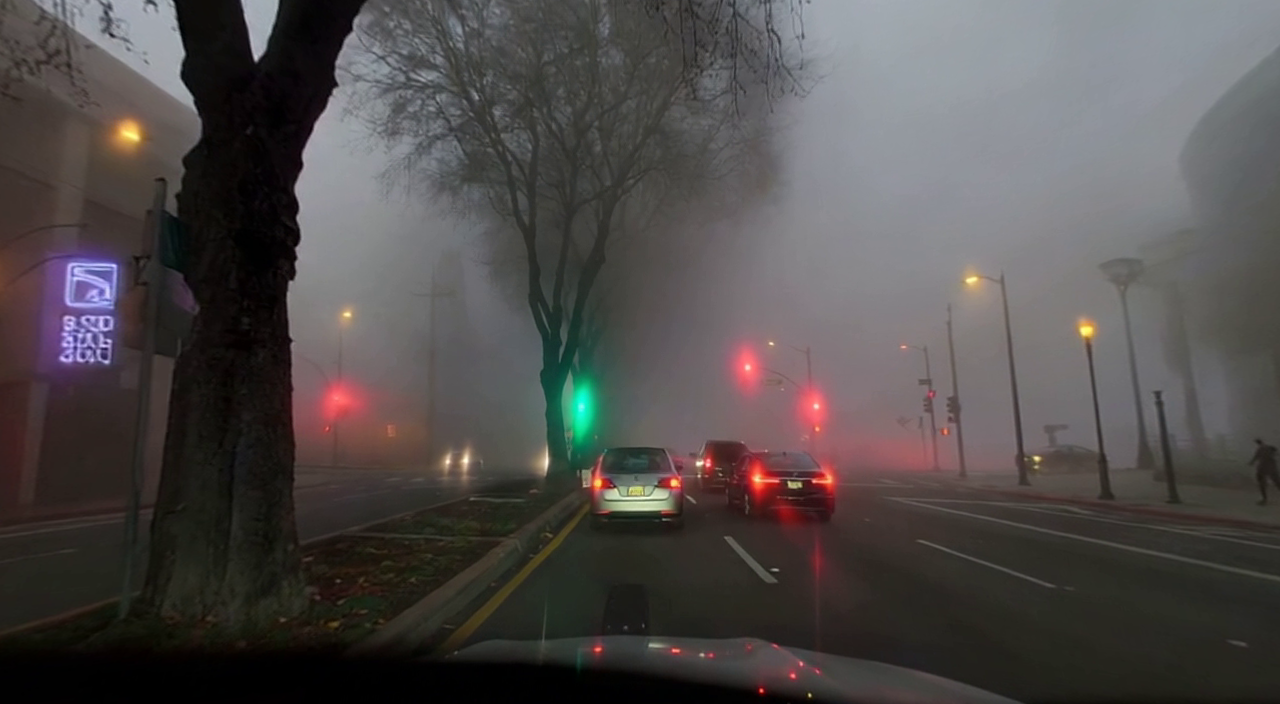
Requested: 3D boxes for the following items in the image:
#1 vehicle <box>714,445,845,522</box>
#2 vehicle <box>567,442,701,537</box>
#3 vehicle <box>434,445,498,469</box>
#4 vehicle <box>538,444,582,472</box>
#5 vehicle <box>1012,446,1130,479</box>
[{"bbox_3d":[2.918,2.827,14.214,1.893,1.446,4.270,0,-8,-1],"label":"vehicle"},{"bbox_3d":[-0.125,2.469,11.997,2.087,1.456,4.143,0,-8,-1],"label":"vehicle"},{"bbox_3d":[-13.543,8.239,49.506,2.098,1.748,5.353,-3,-9,19],"label":"vehicle"},{"bbox_3d":[-5.171,6.917,41.251,2.192,1.708,4.291,-1,-9,2],"label":"vehicle"},{"bbox_3d":[22.348,5.746,32.814,4.610,1.622,1.934,-1,-9,4],"label":"vehicle"}]
